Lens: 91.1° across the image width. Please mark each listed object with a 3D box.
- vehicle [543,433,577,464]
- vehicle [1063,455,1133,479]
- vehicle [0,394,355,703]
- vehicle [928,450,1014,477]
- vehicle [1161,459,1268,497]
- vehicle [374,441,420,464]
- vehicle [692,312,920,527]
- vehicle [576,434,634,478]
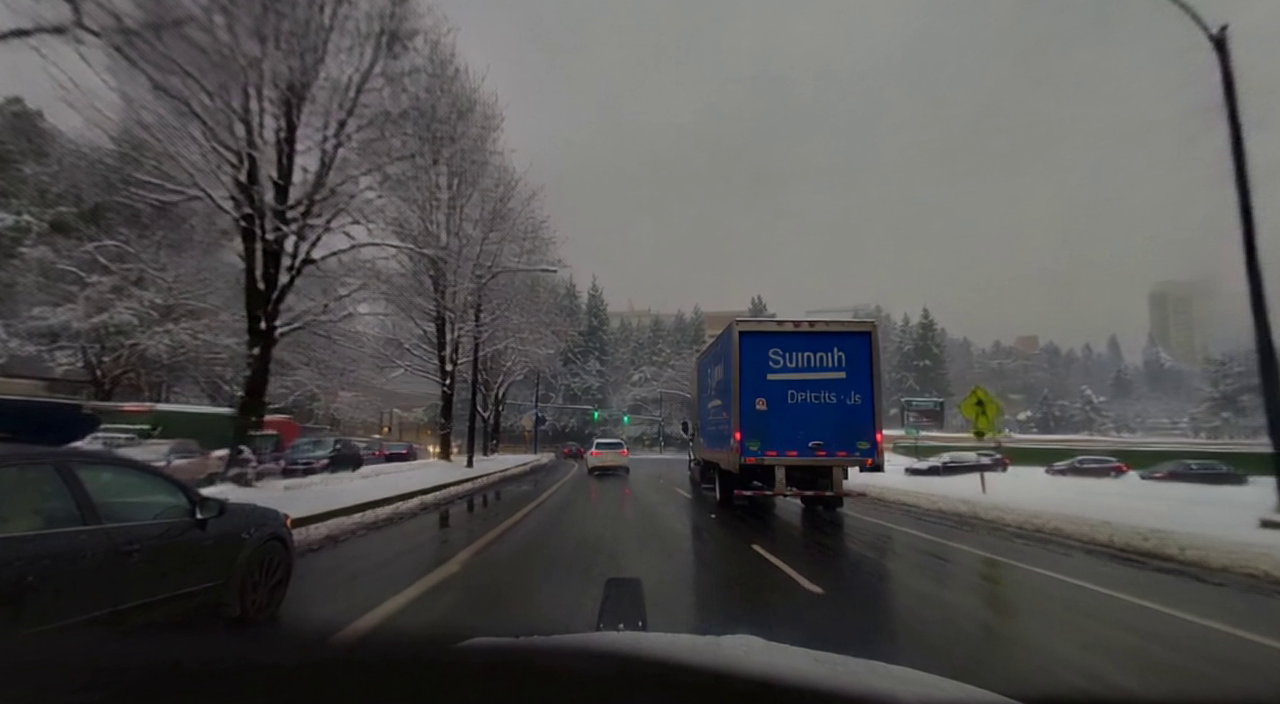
[{"bbox_3d":[-5.939,7.268,47.389,2.269,2.181,5.787,1,-9,-5],"label":"vehicle"},{"bbox_3d":[34.161,8.530,46.797,4.494,1.612,2.043,3,-9,-22],"label":"vehicle"},{"bbox_3d":[-3.577,1.081,3.535,1.828,1.515,4.422,0,-9,0],"label":"vehicle"},{"bbox_3d":[20.046,6.711,38.012,4.684,1.477,2.079,4,-9,-23],"label":"vehicle"},{"bbox_3d":[25.633,5.559,27.977,4.391,1.492,1.972,4,-10,-27],"label":"vehicle"},{"bbox_3d":[-17.829,7.378,46.272,1.970,1.644,4.241,1,-9,-4],"label":"vehicle"},{"bbox_3d":[3.141,1.735,14.892,2.905,3.644,8.441,0,-9,-1],"label":"vehicle"},{"bbox_3d":[-1.608,4.659,28.338,2.388,1.811,4.455,1,-9,-4],"label":"vehicle"}]
